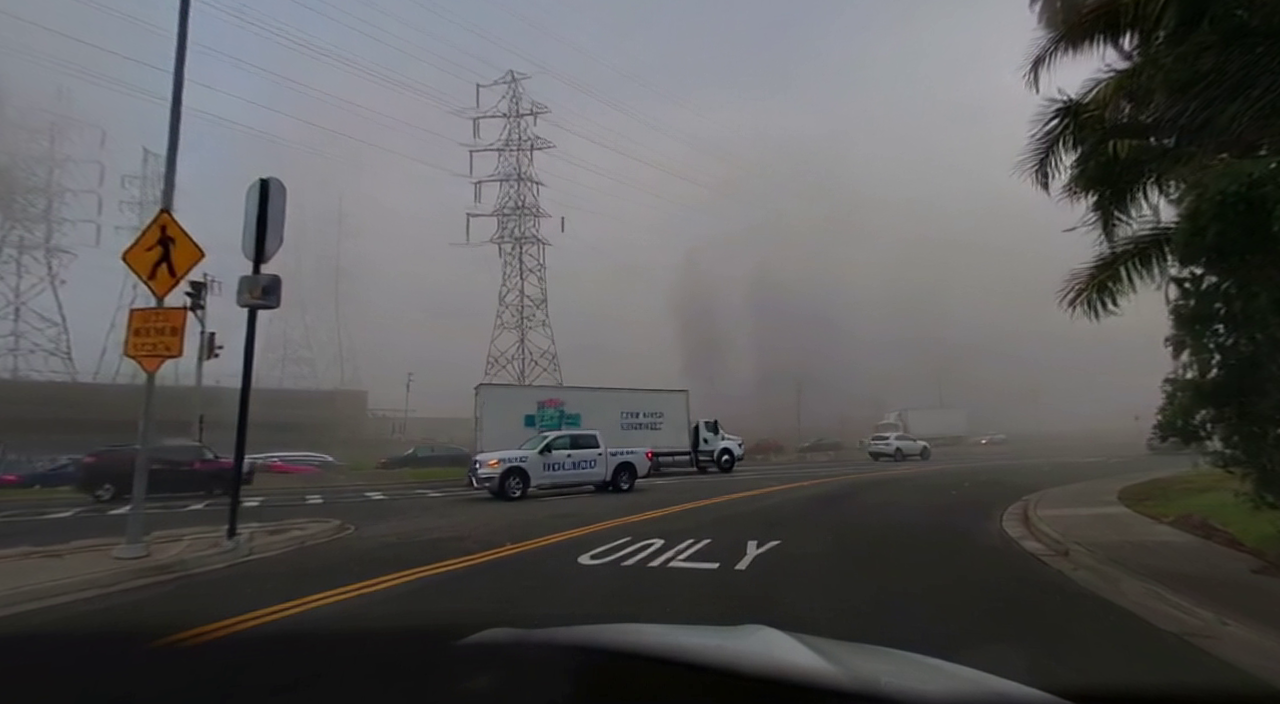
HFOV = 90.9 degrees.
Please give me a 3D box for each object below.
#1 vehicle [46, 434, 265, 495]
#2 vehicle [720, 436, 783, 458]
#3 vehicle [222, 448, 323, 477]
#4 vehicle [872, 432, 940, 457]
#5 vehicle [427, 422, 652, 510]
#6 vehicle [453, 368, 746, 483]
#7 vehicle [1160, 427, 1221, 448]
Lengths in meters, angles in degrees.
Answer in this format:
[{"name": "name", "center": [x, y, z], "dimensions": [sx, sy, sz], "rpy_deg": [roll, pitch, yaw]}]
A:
[{"name": "vehicle", "center": [-17.086, 3.985, 22.807], "dimensions": [5.866, 1.950, 2.266], "rpy_deg": [4, -10, -28]}, {"name": "vehicle", "center": [8.502, 7.214, 47.884], "dimensions": [4.532, 1.567, 1.847], "rpy_deg": [4, -10, -29]}, {"name": "vehicle", "center": [-18.931, 5.685, 32.632], "dimensions": [4.325, 1.388, 1.748], "rpy_deg": [4, -10, -29]}, {"name": "vehicle", "center": [18.063, 6.257, 42.817], "dimensions": [4.234, 1.589, 1.923], "rpy_deg": [4, -10, -28]}, {"name": "vehicle", "center": [-2.378, 2.771, 15.818], "dimensions": [5.132, 1.848, 2.101], "rpy_deg": [6, -10, -36]}, {"name": "vehicle", "center": [-1.291, 3.057, 25.565], "dimensions": [11.567, 3.933, 2.903], "rpy_deg": [4, -10, -29]}, {"name": "vehicle", "center": [43.141, 6.725, 49.420], "dimensions": [4.543, 1.586, 1.983], "rpy_deg": [4, -10, -28]}]
